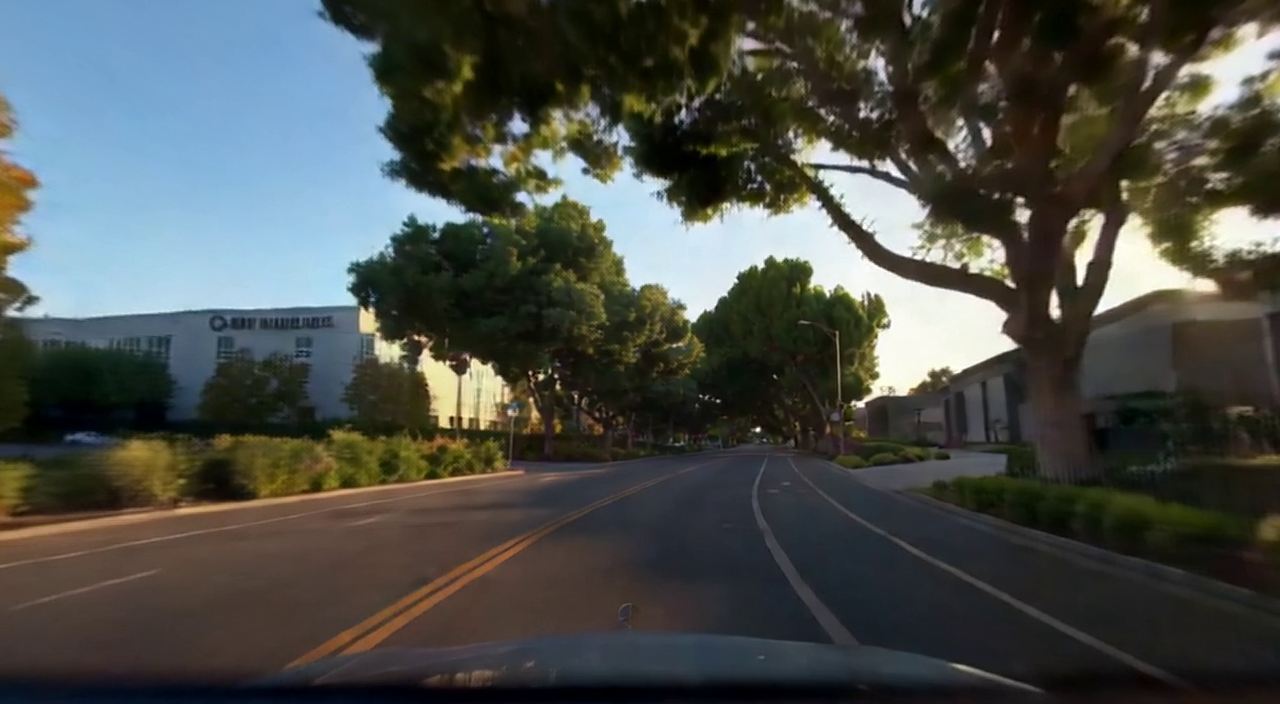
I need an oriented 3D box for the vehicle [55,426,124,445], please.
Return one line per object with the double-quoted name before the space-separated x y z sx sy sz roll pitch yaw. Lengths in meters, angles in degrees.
"vehicle" -43.387 6.613 49.738 1.682 1.478 3.747 -1 -8 11
